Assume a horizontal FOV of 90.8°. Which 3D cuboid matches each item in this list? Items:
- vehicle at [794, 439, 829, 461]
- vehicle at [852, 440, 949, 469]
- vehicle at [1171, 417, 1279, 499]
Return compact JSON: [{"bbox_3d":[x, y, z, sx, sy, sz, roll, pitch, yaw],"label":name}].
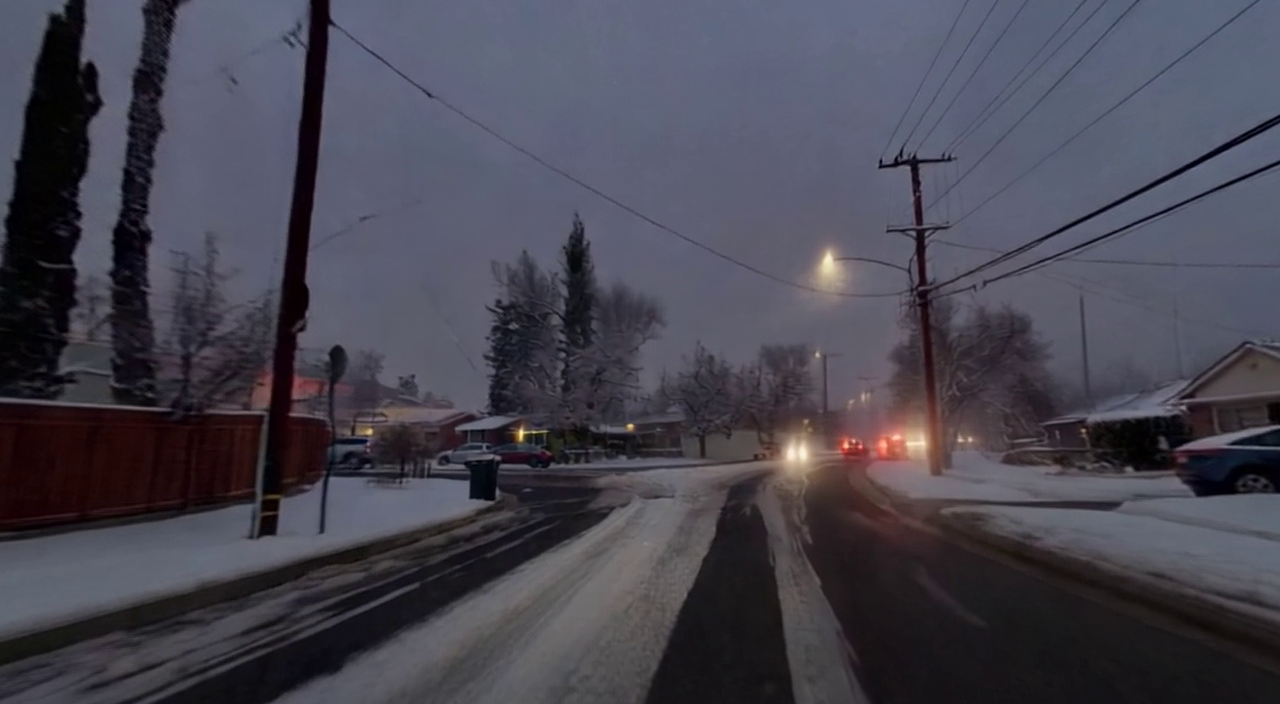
[{"bbox_3d":[13.425,7.658,49.249,1.955,1.632,3.688,-4,-10,25],"label":"vehicle"},{"bbox_3d":[13.596,5.399,33.203,4.531,1.447,1.814,-3,-10,19],"label":"vehicle"},{"bbox_3d":[13.847,2.079,12.514,4.641,1.498,2.001,-1,-9,6],"label":"vehicle"}]
